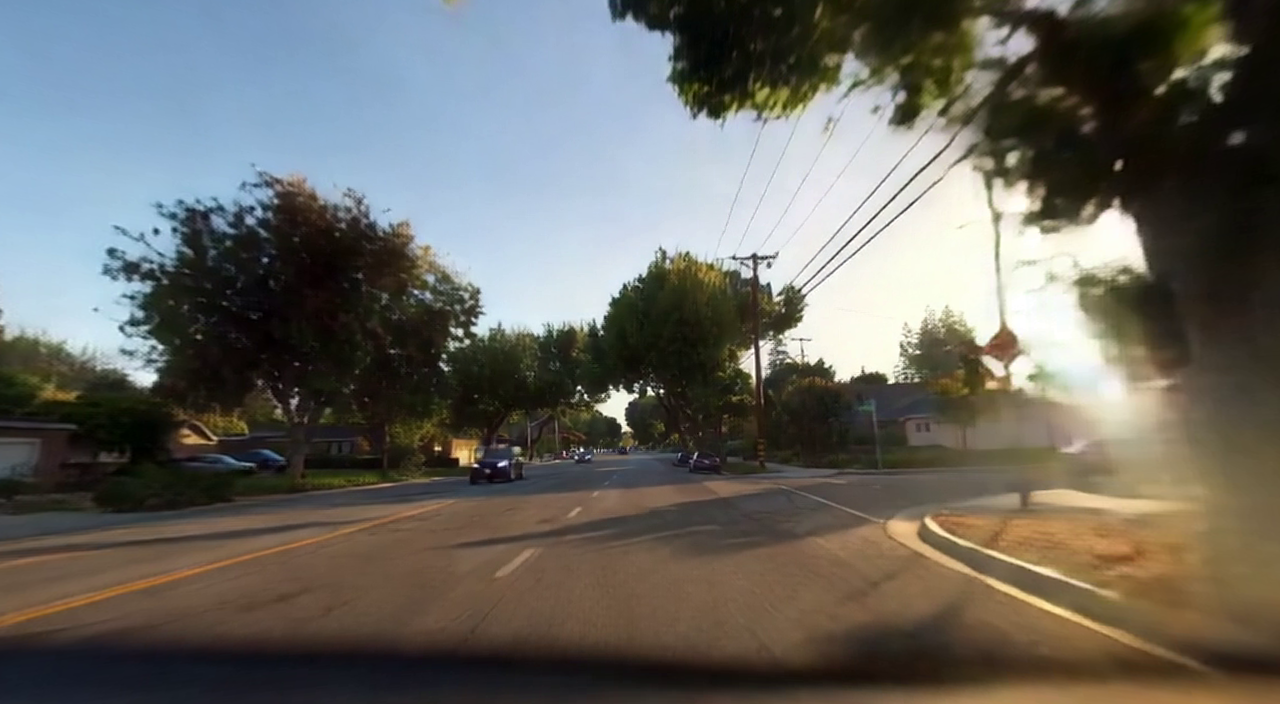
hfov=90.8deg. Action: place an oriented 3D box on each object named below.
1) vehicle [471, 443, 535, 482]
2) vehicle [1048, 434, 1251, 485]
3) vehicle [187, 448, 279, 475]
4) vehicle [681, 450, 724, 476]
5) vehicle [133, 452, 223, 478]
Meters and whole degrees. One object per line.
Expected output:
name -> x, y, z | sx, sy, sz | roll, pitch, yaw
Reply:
vehicle -> -6.771, 5.515, 31.748 | 2.092, 1.810, 4.882 | 0, -9, 0
vehicle -> 15.760, 3.338, 19.741 | 4.628, 1.484, 1.946 | 0, -9, -1
vehicle -> -28.581, 7.688, 44.480 | 4.750, 1.845, 2.382 | 0, -9, -1
vehicle -> 3.756, 6.733, 38.626 | 2.031, 1.500, 4.590 | 0, -9, -1
vehicle -> -28.352, 6.965, 38.892 | 1.780, 1.467, 3.992 | -2, -10, 21
